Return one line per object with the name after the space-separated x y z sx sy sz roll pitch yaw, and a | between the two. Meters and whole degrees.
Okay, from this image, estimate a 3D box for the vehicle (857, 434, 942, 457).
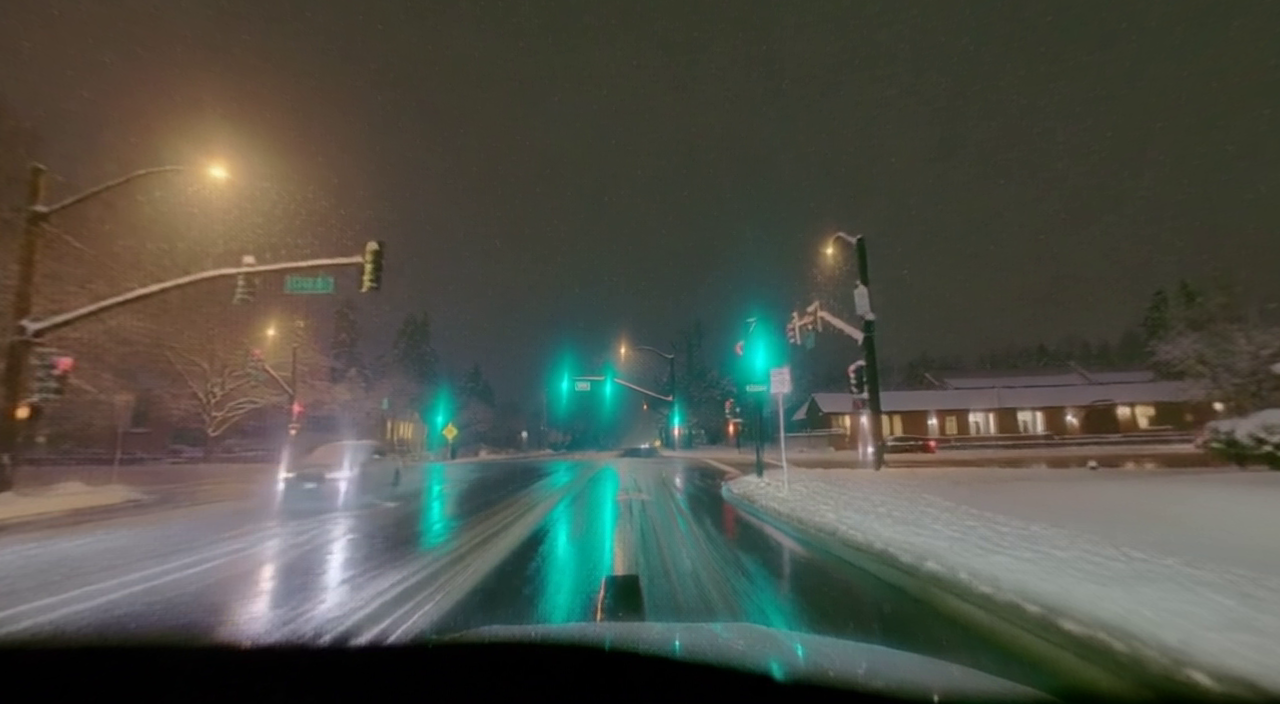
16.772 6.041 41.017 4.720 1.410 1.784 -1 -8 9 | vehicle

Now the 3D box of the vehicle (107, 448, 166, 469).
-39.044 8.261 49.104 1.959 1.590 4.105 3 -9 -15 | vehicle

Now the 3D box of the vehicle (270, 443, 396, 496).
-10.030 3.835 21.104 2.035 1.461 4.465 -3 -8 -1 | vehicle
